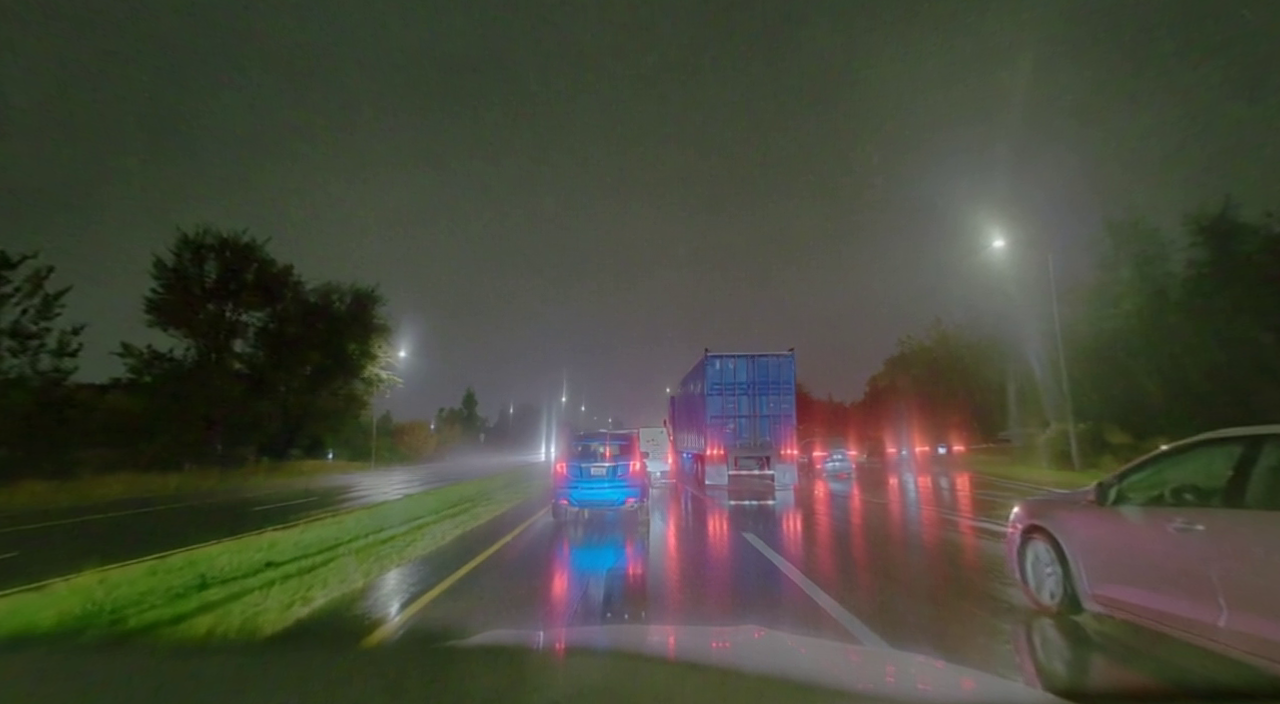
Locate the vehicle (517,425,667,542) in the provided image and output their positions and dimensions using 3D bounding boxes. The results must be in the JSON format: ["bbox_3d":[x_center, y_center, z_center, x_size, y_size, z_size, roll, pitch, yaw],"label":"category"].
[{"bbox_3d":[-0.688,2.065,10.557,2.009,1.554,4.013,0,-8,-1],"label":"vehicle"}]

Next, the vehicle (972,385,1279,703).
[{"bbox_3d":[3.583,0.889,2.510,1.960,1.515,4.713,0,-8,0],"label":"vehicle"}]

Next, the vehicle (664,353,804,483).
[{"bbox_3d":[3.427,3.343,29.127,3.591,4.290,16.696,0,-8,-1],"label":"vehicle"}]
